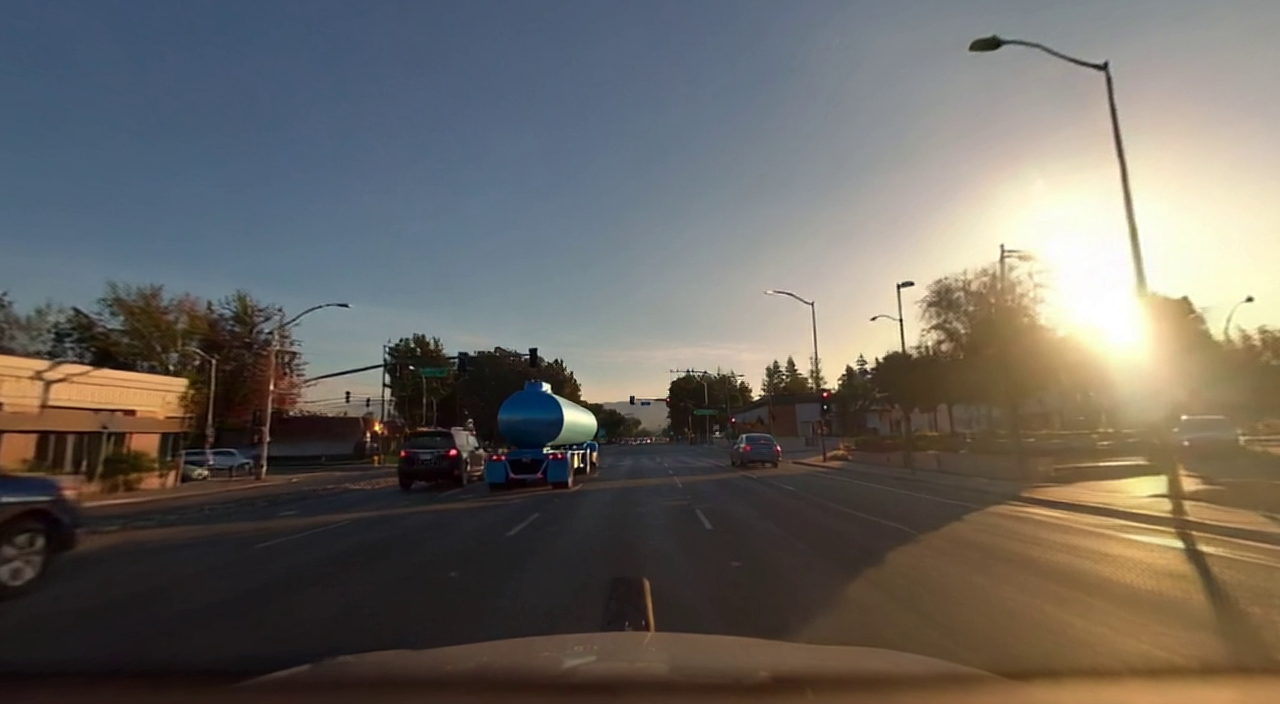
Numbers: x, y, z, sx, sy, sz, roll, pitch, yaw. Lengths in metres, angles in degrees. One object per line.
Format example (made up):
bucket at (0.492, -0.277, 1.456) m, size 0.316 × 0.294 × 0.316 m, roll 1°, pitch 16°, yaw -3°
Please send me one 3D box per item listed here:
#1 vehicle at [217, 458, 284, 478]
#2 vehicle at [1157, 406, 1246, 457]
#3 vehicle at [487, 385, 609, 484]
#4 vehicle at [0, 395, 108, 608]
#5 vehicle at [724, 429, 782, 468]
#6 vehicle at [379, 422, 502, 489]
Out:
vehicle at (-30.704, 9.125, 49.697) m, size 4.507 × 1.470 × 1.816 m, roll -2°, pitch -8°, yaw 15°
vehicle at (23.255, 3.359, 26.168) m, size 2.380 × 1.890 × 5.620 m, roll -7°, pitch -11°, yaw 41°
vehicle at (-3.148, 3.566, 26.676) m, size 2.841 × 3.004 × 14.901 m, roll 0°, pitch -8°, yaw 0°
vehicle at (-6.420, 1.045, 3.871) m, size 2.179 × 1.750 × 4.621 m, roll 0°, pitch -8°, yaw 1°
vehicle at (5.914, 5.139, 33.725) m, size 2.093 × 1.926 × 4.749 m, roll 0°, pitch -8°, yaw -2°
vehicle at (-6.582, 3.495, 21.657) m, size 2.375 × 1.989 × 5.497 m, roll 0°, pitch -8°, yaw 0°
